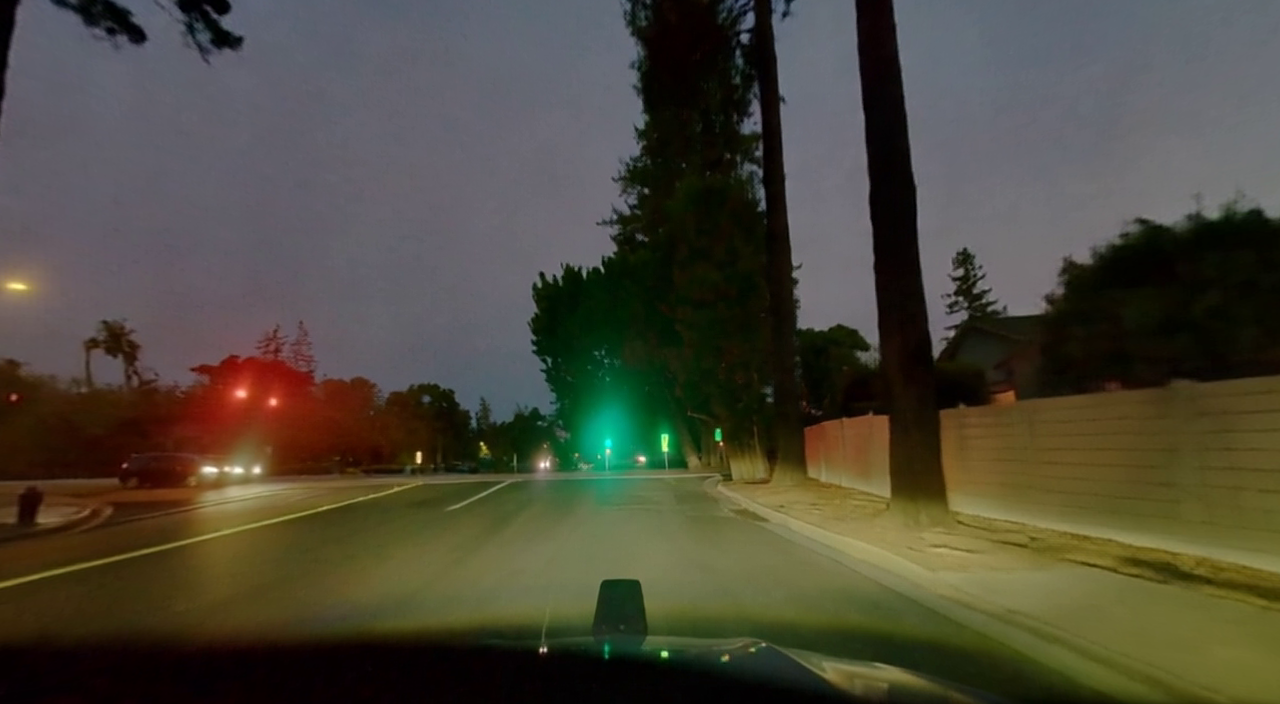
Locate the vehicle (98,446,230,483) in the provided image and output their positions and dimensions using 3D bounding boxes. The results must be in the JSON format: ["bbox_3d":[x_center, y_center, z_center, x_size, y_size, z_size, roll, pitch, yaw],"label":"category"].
[{"bbox_3d":[-25.524,6.040,34.007,5.107,1.749,2.254,0,-9,-7],"label":"vehicle"}]

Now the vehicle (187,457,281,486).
[{"bbox_3d":[-26.534,7.777,41.314,4.664,1.728,1.959,1,-8,-7],"label":"vehicle"}]

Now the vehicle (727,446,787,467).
[{"bbox_3d":[9.070,8.090,48.984,4.106,1.583,1.806,1,-8,-9],"label":"vehicle"}]
